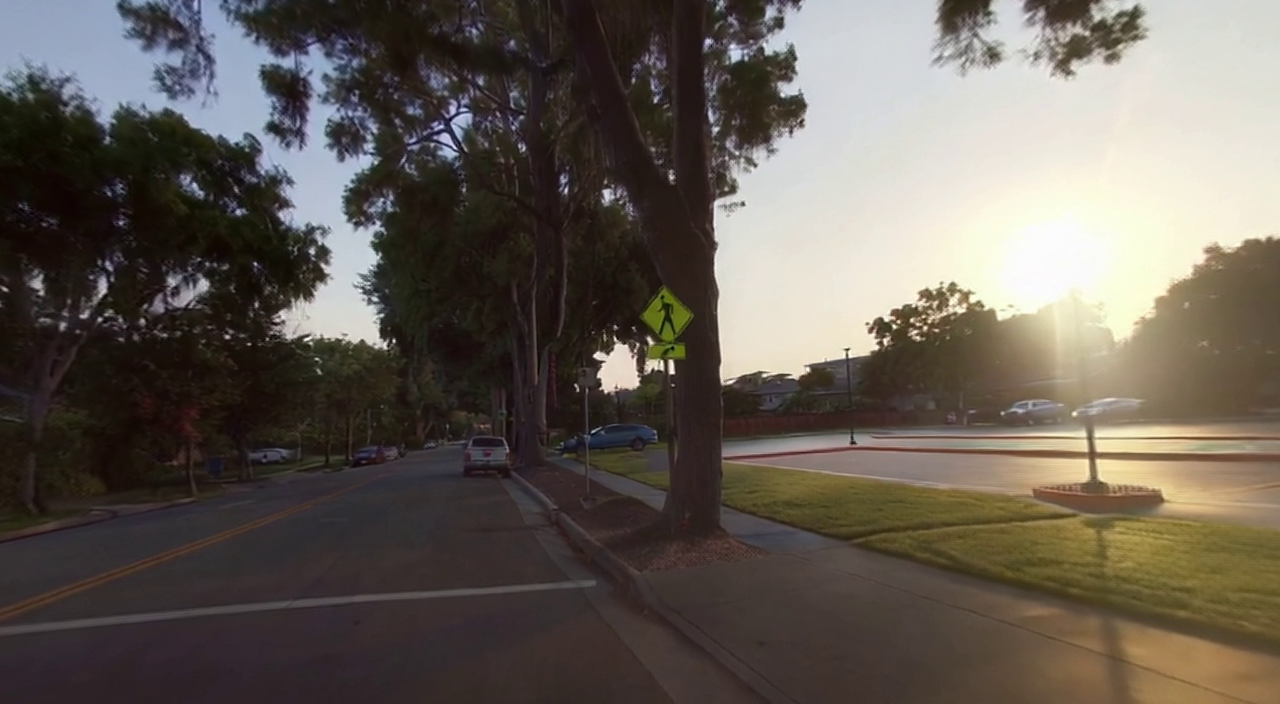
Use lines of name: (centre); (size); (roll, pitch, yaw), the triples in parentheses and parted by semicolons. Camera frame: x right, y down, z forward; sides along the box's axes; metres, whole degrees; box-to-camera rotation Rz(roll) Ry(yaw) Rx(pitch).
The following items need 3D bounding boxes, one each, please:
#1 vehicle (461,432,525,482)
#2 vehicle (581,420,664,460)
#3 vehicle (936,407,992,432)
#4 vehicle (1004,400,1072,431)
vehicle: (-5.813, 4.083, 24.864); (2.204, 1.776, 4.262); (2, -9, -14)
vehicle: (-0.929, 4.880, 35.230); (1.954, 1.696, 4.390); (-8, -5, 43)
vehicle: (22.348, 4.694, 43.510); (4.245, 1.601, 1.912); (7, -11, -41)
vehicle: (23.639, 3.797, 37.439); (4.481, 1.634, 1.973); (7, -11, -39)
